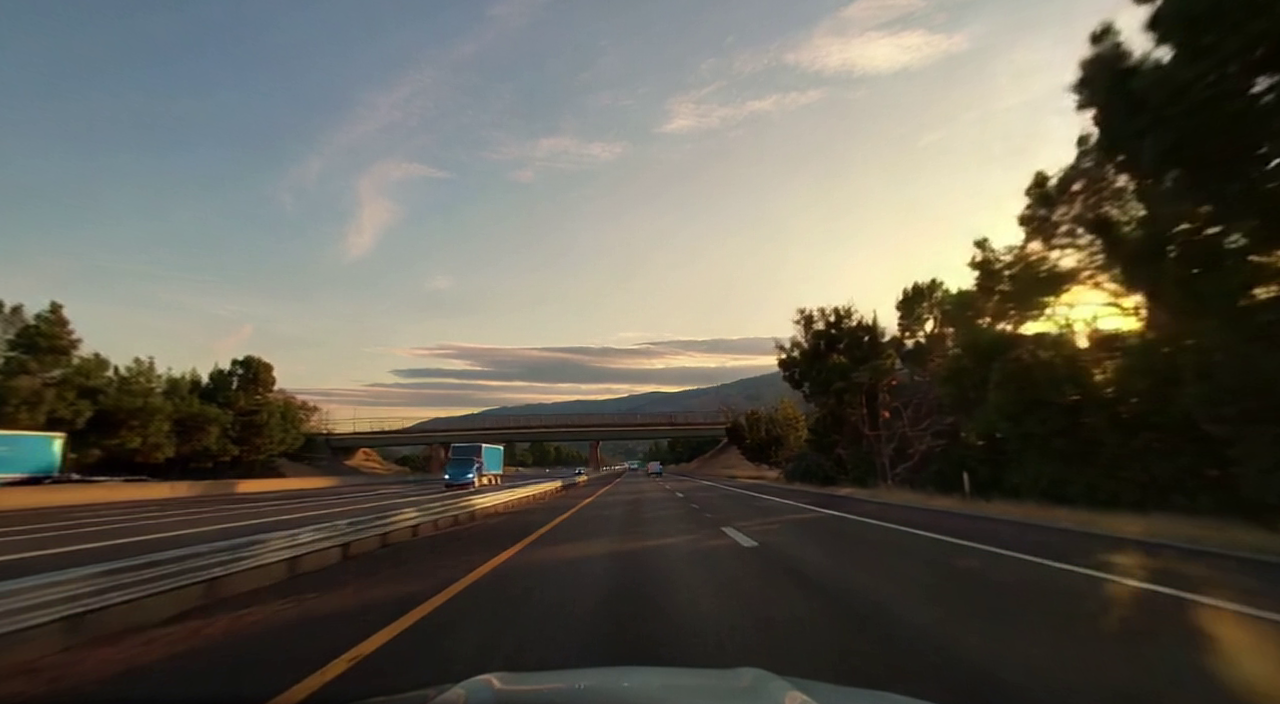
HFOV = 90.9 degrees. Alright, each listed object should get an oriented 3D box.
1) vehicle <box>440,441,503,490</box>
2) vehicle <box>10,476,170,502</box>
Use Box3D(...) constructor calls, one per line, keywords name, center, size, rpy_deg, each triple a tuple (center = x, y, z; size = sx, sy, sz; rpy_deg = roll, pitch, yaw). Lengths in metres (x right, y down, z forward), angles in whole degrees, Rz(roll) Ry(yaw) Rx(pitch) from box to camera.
Box3D(name="vehicle", center=(-13.094, 8.972, 49.665), size=(2.833, 3.465, 7.407), rpy_deg=(1, -10, 0))
Box3D(name="vehicle", center=(-30.897, 7.754, 35.957), size=(2.416, 1.131, 7.589), rpy_deg=(1, -10, 0))
